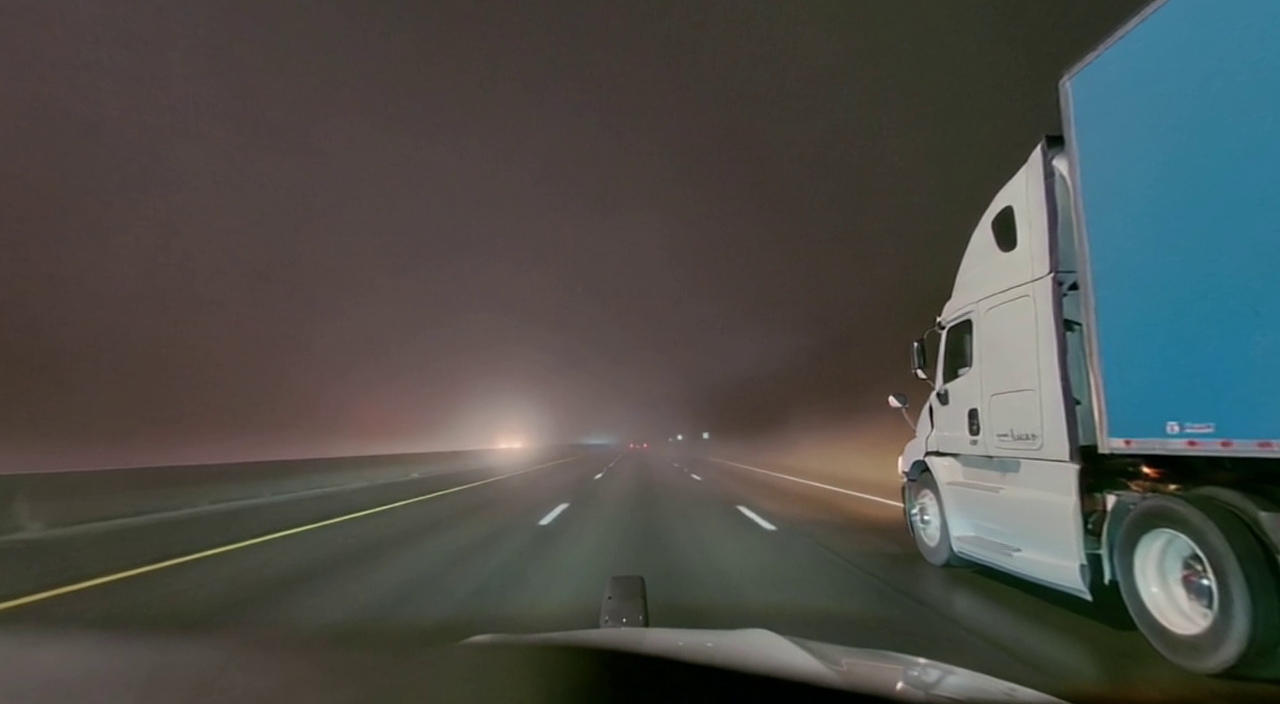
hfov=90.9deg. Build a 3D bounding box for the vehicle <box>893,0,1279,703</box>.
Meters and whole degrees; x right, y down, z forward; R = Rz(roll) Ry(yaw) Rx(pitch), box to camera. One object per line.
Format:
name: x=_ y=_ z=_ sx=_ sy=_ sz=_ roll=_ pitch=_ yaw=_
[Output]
vehicle: x=4.081 y=-0.391 z=1.554 sx=3.012 sy=3.768 sz=8.945 roll=0 pitch=-8 yaw=-1
